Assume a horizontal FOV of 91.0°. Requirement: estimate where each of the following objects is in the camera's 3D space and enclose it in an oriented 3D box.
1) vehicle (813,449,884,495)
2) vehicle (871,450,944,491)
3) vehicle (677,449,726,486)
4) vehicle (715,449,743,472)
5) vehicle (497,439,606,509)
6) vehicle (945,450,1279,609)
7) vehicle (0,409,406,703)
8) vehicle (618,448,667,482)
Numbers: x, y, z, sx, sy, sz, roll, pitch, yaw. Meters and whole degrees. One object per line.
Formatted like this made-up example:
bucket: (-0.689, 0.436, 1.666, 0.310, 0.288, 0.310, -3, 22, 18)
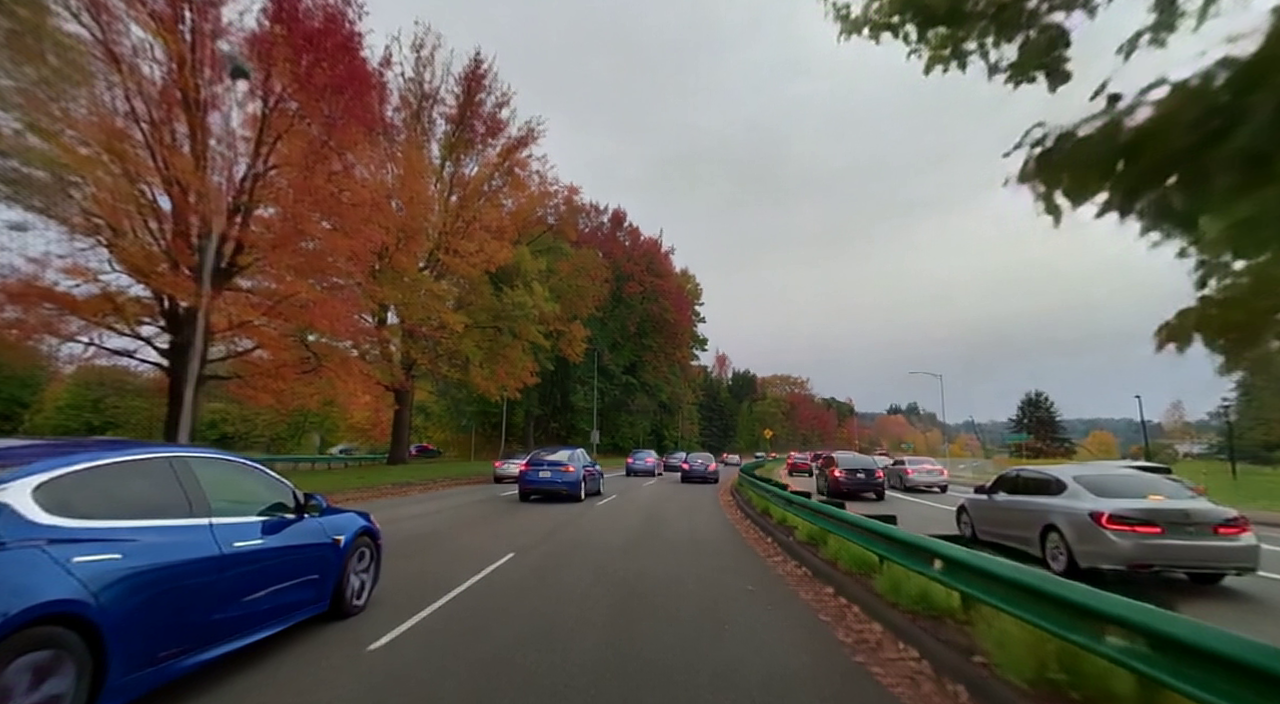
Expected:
vehicle: (8.237, 4.727, 25.240, 1.768, 1.634, 4.064, 0, -9, 6)
vehicle: (13.073, 5.788, 31.147, 2.121, 1.777, 4.755, -1, -9, 8)
vehicle: (2.876, 5.194, 28.744, 2.015, 1.506, 4.276, -1, -9, 9)
vehicle: (7.015, 8.453, 49.195, 1.977, 1.704, 3.841, -1, -9, 11)
vehicle: (-2.302, 3.331, 17.705, 1.979, 1.663, 4.513, 0, -9, 6)
vehicle: (6.235, 2.122, 8.632, 1.869, 1.516, 4.753, 0, -9, 2)
vehicle: (-3.309, 1.202, 3.915, 1.921, 1.503, 4.317, 0, -9, 2)
vehicle: (0.214, 5.949, 33.537, 1.930, 1.635, 4.260, -1, -9, 9)
